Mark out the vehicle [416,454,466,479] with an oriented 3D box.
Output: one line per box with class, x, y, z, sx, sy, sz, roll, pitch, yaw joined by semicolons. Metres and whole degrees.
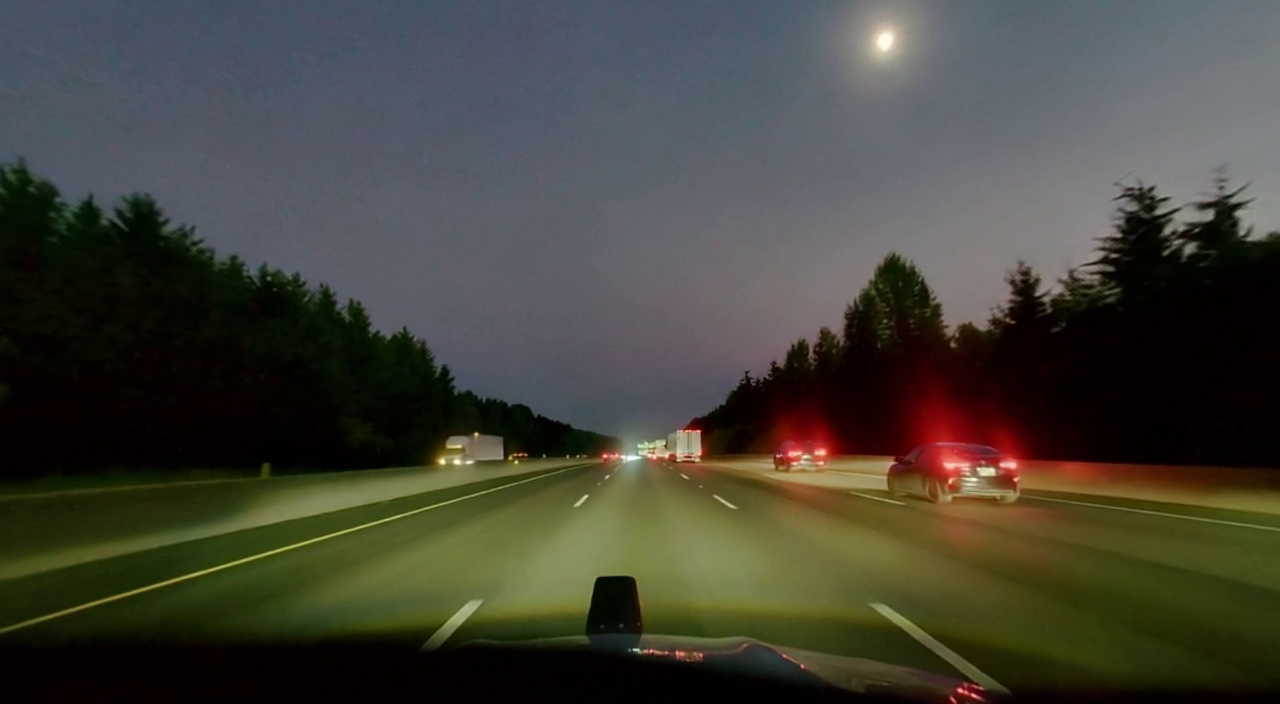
vehicle;-13.581;7.804;43.291;1.879;1.561;4.362;-1;-9;2
